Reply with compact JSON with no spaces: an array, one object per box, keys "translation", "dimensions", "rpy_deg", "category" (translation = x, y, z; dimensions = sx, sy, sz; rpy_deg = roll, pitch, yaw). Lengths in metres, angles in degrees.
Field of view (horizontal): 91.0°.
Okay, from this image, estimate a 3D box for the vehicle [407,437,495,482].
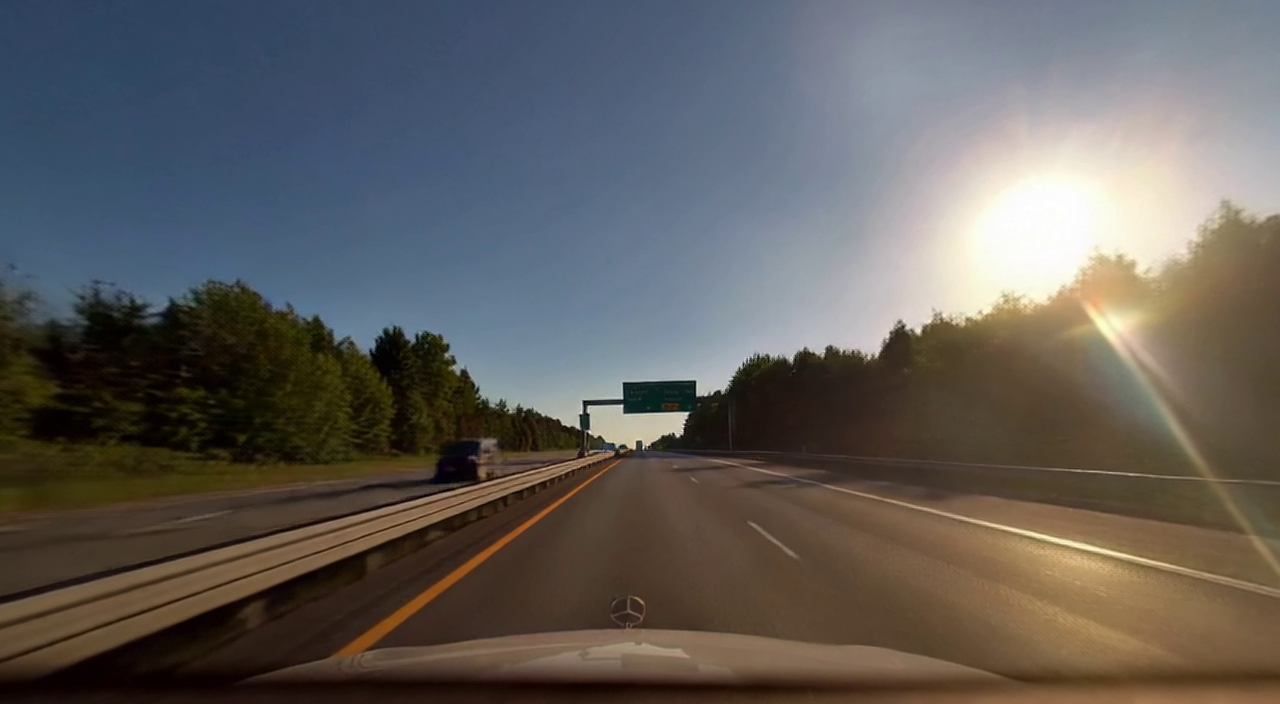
[{"translation":[-7.543,4.321,25.645],"dimensions":[2.106,1.610,4.411],"rpy_deg":[0,-8,1],"category":"vehicle"}]
